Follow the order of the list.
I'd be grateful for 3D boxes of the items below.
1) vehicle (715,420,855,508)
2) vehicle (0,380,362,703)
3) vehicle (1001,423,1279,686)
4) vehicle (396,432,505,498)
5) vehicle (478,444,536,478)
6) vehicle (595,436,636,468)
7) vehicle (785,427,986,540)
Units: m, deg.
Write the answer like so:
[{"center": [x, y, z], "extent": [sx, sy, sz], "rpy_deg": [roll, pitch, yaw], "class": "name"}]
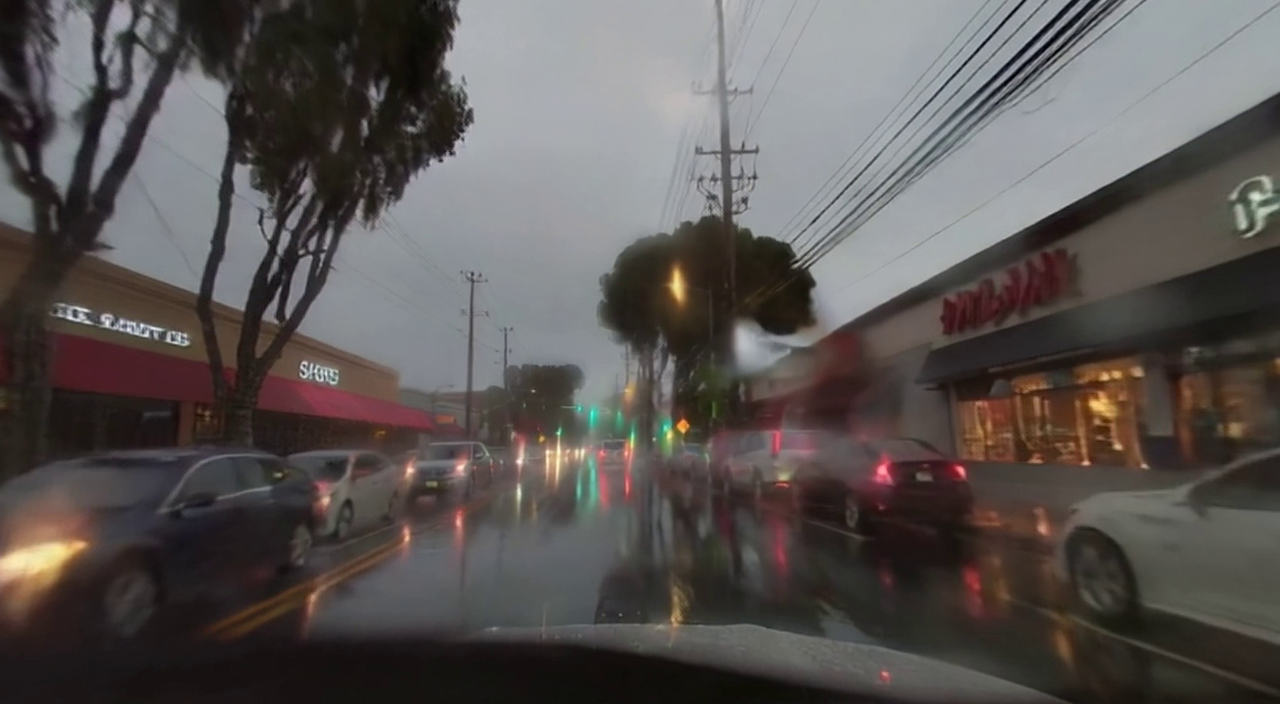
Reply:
[{"center": [3.646, 2.943, 17.134], "extent": [2.243, 1.992, 5.087], "rpy_deg": [1, -8, -4], "class": "vehicle"}, {"center": [-4.550, 1.374, 5.486], "extent": [2.343, 1.788, 5.038], "rpy_deg": [1, -8, -5], "class": "vehicle"}, {"center": [4.841, 1.249, 4.059], "extent": [2.059, 1.550, 4.703], "rpy_deg": [0, -8, -3], "class": "vehicle"}, {"center": [-5.815, 3.513, 20.140], "extent": [2.341, 1.825, 4.924], "rpy_deg": [1, -8, -5], "class": "vehicle"}, {"center": [-6.297, 5.169, 30.409], "extent": [2.053, 1.485, 4.540], "rpy_deg": [0, -8, -4], "class": "vehicle"}, {"center": [-1.641, 6.401, 40.624], "extent": [2.440, 1.882, 4.611], "rpy_deg": [1, -8, -5], "class": "vehicle"}, {"center": [4.267, 2.321, 11.836], "extent": [1.882, 1.704, 4.055], "rpy_deg": [1, -8, -4], "class": "vehicle"}]
